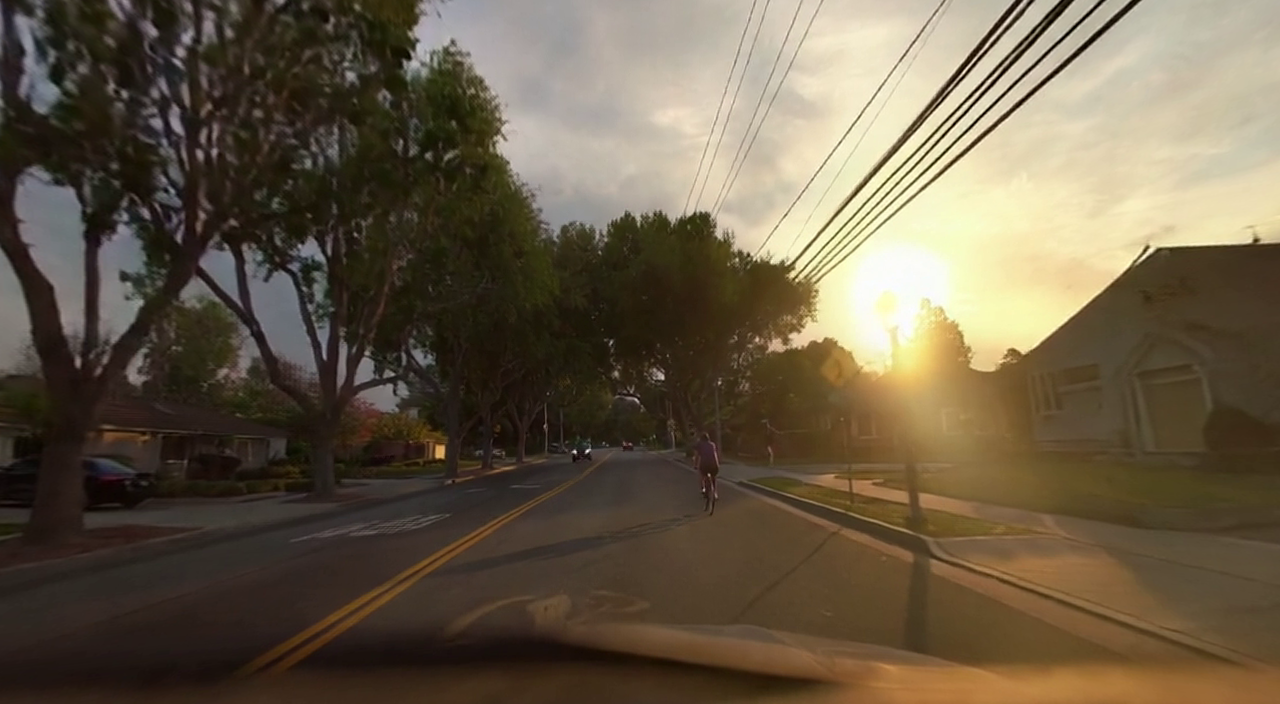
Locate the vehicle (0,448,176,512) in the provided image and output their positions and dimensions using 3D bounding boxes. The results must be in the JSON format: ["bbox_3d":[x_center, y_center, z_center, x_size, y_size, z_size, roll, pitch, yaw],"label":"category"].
[{"bbox_3d":[-14.520,3.193,15.952,4.143,1.480,1.755,0,-8,-2],"label":"vehicle"}]
